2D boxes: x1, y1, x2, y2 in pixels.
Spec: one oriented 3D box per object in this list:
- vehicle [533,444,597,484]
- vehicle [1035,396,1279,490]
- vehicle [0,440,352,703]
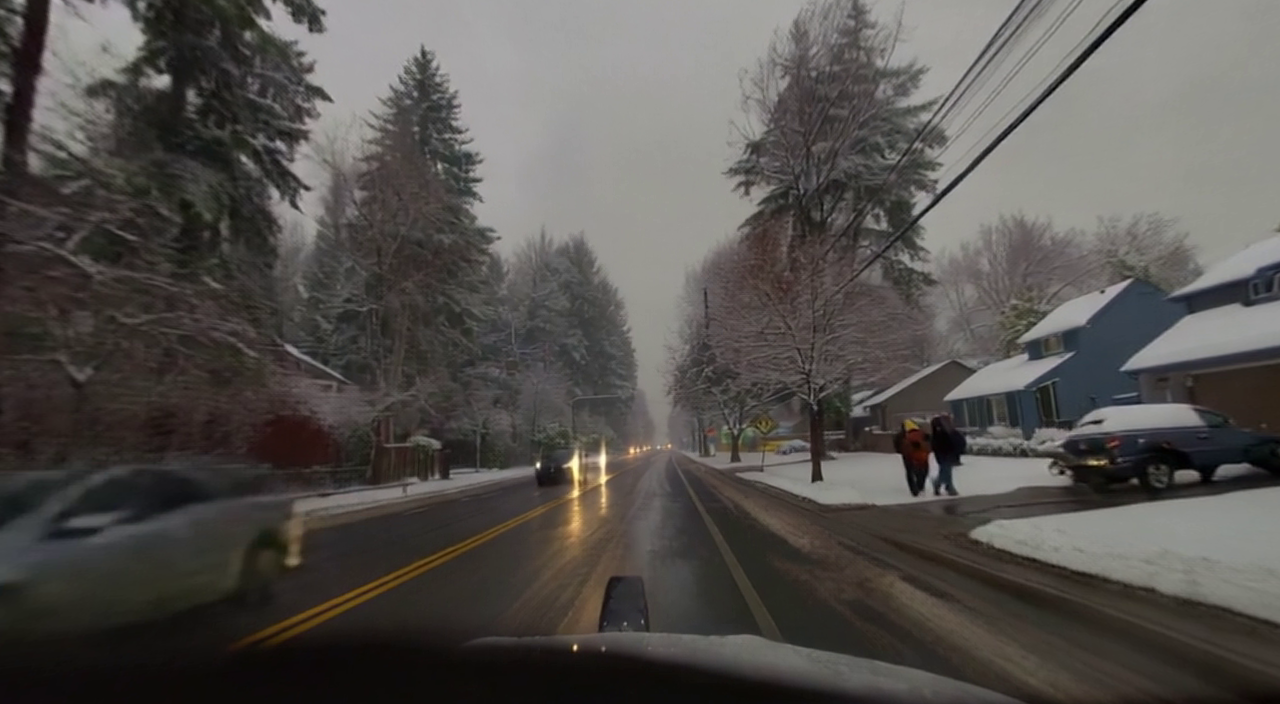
[{"bbox_3d":[-3.417,5.209,29.699,2.167,1.691,4.755,0,-8,3],"label":"vehicle"},{"bbox_3d":[11.974,2.038,14.209,4.665,1.944,2.092,0,-8,1],"label":"vehicle"},{"bbox_3d":[-4.393,1.483,5.157,1.906,1.498,4.222,0,-8,3],"label":"vehicle"}]
